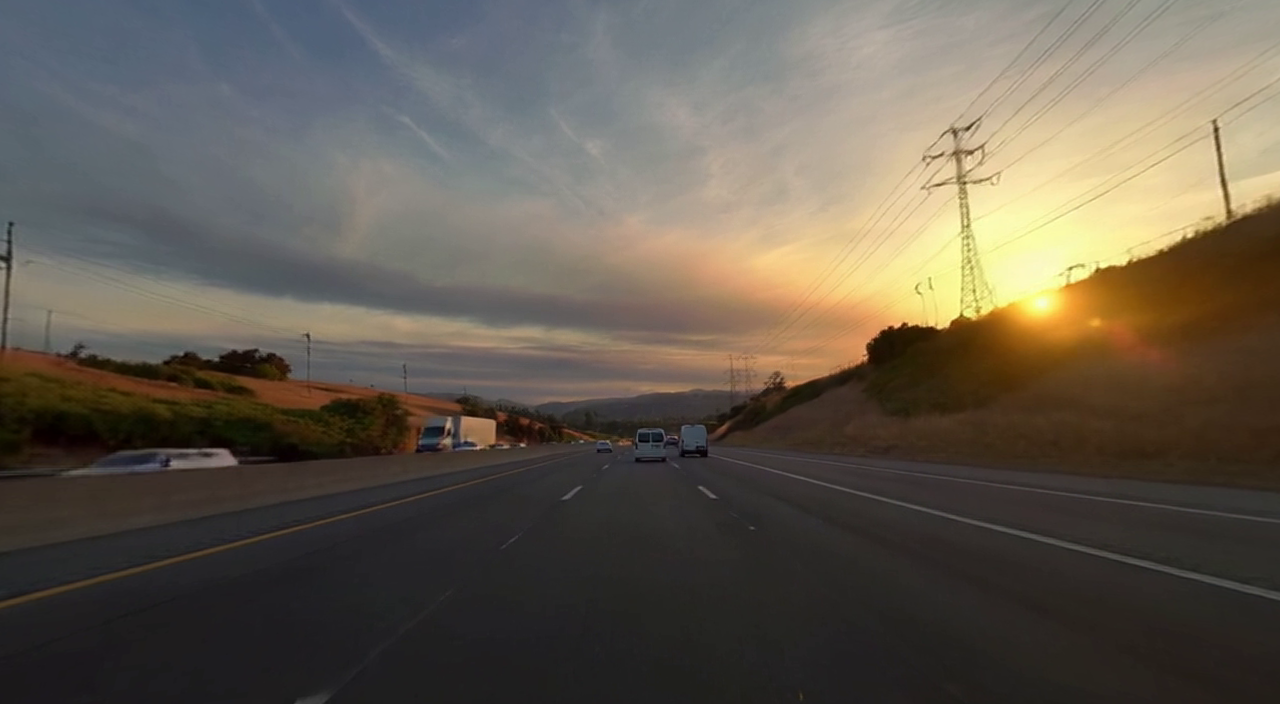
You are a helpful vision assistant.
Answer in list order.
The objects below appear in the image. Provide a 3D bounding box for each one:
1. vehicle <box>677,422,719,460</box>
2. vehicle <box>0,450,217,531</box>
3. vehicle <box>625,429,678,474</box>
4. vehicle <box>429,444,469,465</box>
[{"bbox_3d":[3.894,6.123,43.460,2.348,2.429,5.172,0,-8,-1],"label":"vehicle"},{"bbox_3d":[-11.894,3.000,14.238,1.872,1.450,4.016,0,-8,0],"label":"vehicle"},{"bbox_3d":[0.462,4.314,27.789,2.159,1.811,4.238,0,-8,-1],"label":"vehicle"},{"bbox_3d":[-14.635,7.823,48.473,1.786,1.505,3.853,0,-8,1],"label":"vehicle"}]
